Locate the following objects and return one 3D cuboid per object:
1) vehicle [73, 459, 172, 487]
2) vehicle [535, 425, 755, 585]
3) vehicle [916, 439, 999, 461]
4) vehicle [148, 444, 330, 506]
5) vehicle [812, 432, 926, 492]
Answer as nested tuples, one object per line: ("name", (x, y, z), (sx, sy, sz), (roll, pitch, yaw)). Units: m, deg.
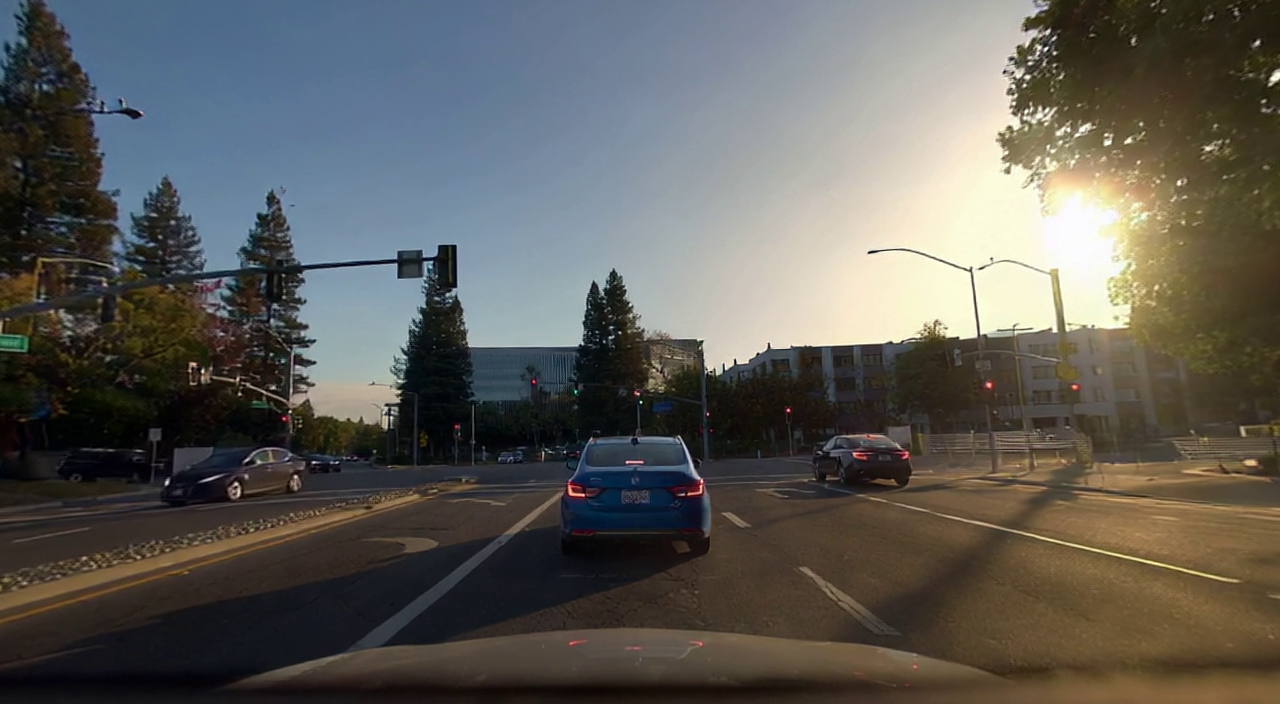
("vehicle", (-32.397, 7.555, 39.645), (4.401, 1.625, 1.863), (0, -8, -4))
("vehicle", (-0.009, 1.762, 8.140), (2.070, 1.488, 4.206), (0, -8, -2))
("vehicle", (21.926, 6.782, 43.757), (4.563, 1.454, 2.056), (-1, -8, 3))
("vehicle", (-12.482, 3.814, 20.148), (2.097, 1.710, 4.649), (-2, -9, 13))
("vehicle", (7.065, 3.436, 20.067), (2.039, 1.692, 4.319), (0, -8, 1))
